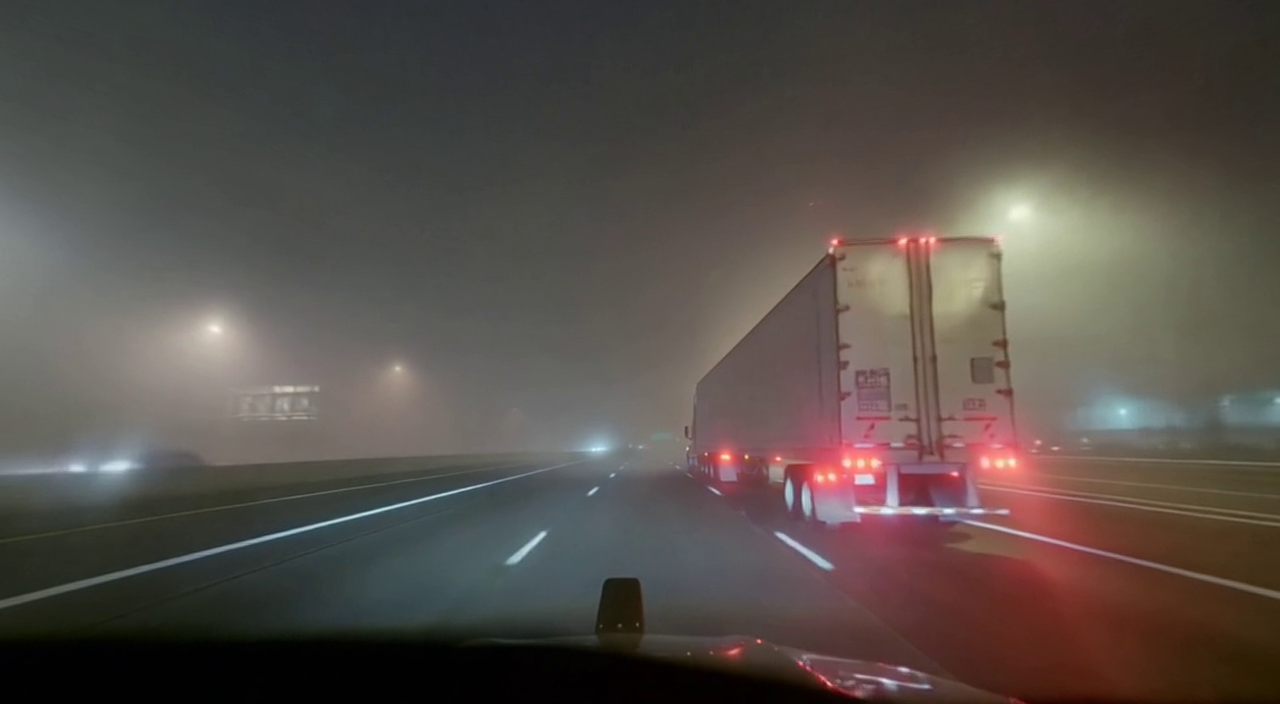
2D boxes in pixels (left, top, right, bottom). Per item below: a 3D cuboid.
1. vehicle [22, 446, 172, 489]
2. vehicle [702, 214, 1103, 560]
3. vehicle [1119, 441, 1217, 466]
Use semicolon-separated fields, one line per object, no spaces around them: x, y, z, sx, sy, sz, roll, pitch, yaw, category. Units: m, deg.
-22.609;4.796;26.564;1.983;1.655;4.774;0;-9;1;vehicle
3.842;1.520;15.479;2.949;4.149;16.046;0;-9;0;vehicle
37.803;7.246;45.151;4.941;1.744;2.132;-1;-9;3;vehicle
